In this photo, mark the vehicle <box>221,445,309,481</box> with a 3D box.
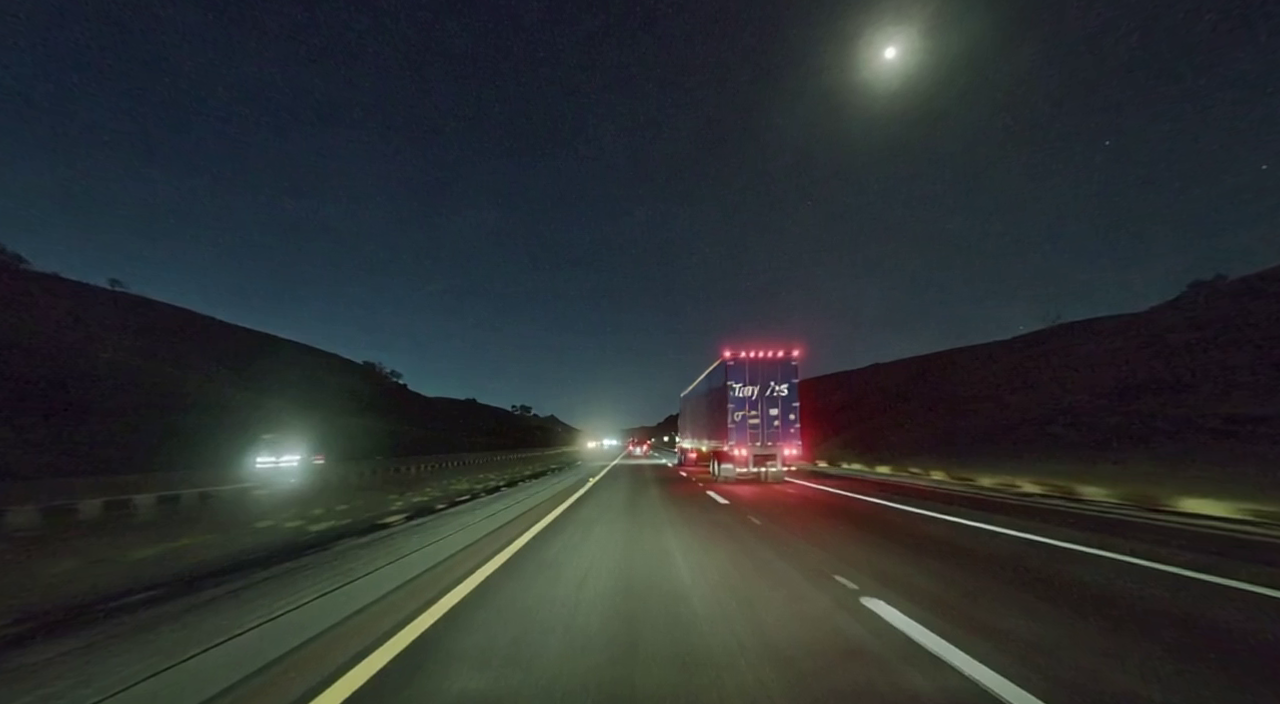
[{"bbox_3d":[-20.794,6.150,35.346,2.052,1.887,4.709,0,-9,-1],"label":"vehicle"}]

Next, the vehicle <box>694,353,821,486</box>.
[{"bbox_3d":[4.214,2.881,25.379,3.039,4.342,9.556,0,-9,-1],"label":"vehicle"}]
